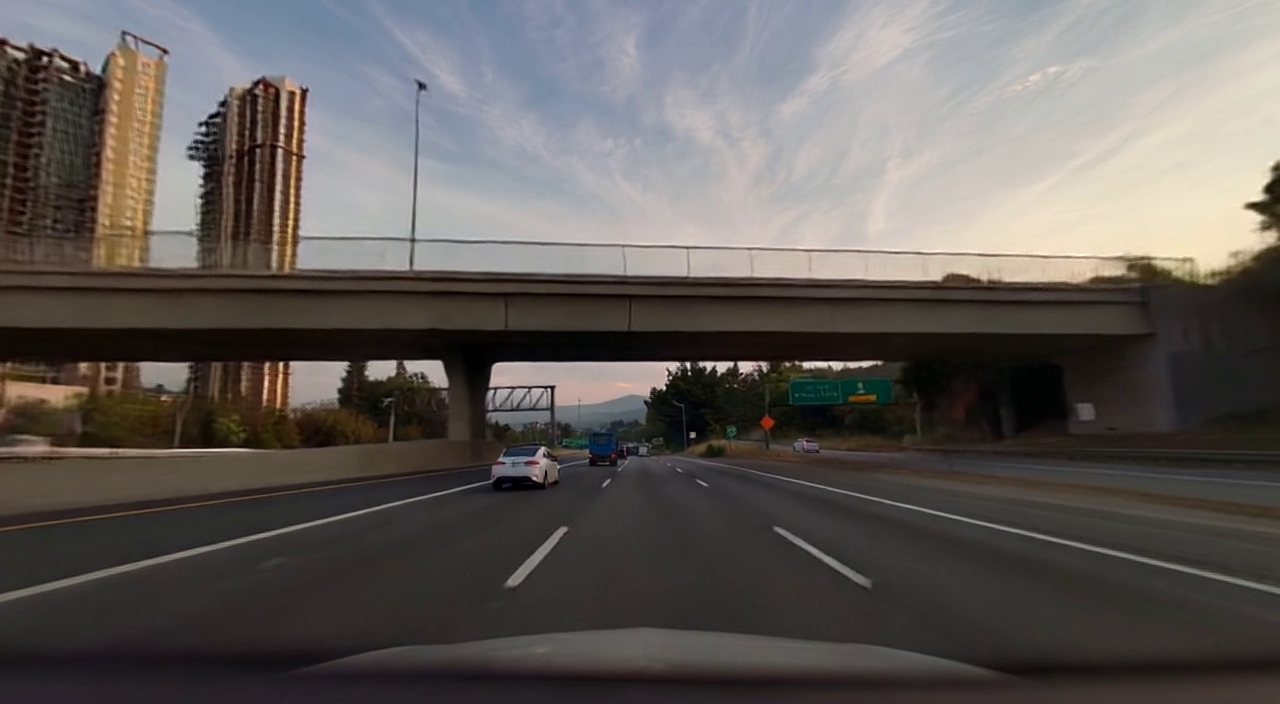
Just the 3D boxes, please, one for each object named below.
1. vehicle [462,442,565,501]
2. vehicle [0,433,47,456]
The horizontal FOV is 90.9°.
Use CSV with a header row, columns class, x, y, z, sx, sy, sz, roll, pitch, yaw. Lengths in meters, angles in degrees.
class,x,y,z,sx,sy,sz,roll,pitch,yaw
vehicle,-3.551,3.448,18.589,2.039,1.478,4.483,0,-9,1
vehicle,-42.642,6.240,42.399,1.669,1.458,3.793,1,-9,0
